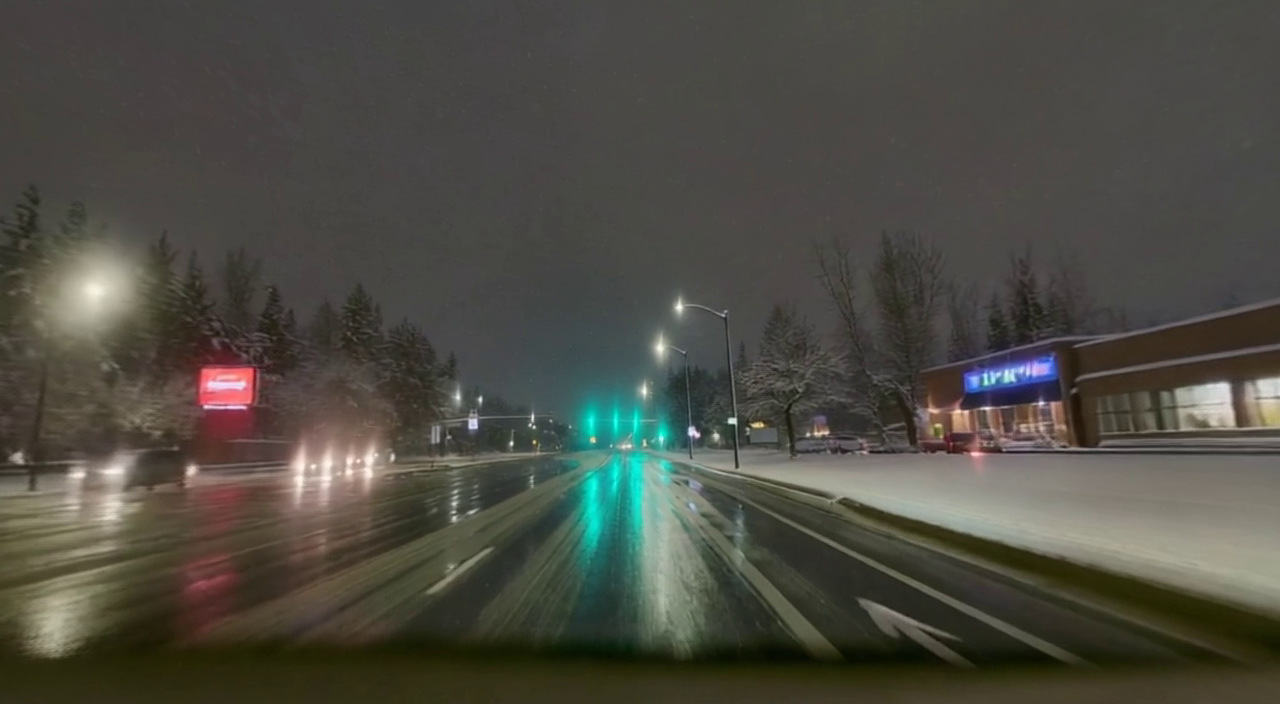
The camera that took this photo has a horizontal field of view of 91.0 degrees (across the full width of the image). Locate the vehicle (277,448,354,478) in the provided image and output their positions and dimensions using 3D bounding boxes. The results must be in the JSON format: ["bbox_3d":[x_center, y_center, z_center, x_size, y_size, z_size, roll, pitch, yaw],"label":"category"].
[{"bbox_3d":[-17.439,5.956,34.061,1.903,1.446,4.306,0,-9,0],"label":"vehicle"}]

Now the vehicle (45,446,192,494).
[{"bbox_3d":[-20.440,4.612,24.984,1.963,1.694,4.535,0,-9,-1],"label":"vehicle"}]

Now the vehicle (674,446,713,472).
[{"bbox_3d":[3.335,6.753,39.963,1.992,1.513,4.683,0,-8,-1],"label":"vehicle"}]

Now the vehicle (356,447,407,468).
[{"bbox_3d":[-19.939,8.169,48.837,2.068,1.537,4.948,0,-9,-3],"label":"vehicle"}]
